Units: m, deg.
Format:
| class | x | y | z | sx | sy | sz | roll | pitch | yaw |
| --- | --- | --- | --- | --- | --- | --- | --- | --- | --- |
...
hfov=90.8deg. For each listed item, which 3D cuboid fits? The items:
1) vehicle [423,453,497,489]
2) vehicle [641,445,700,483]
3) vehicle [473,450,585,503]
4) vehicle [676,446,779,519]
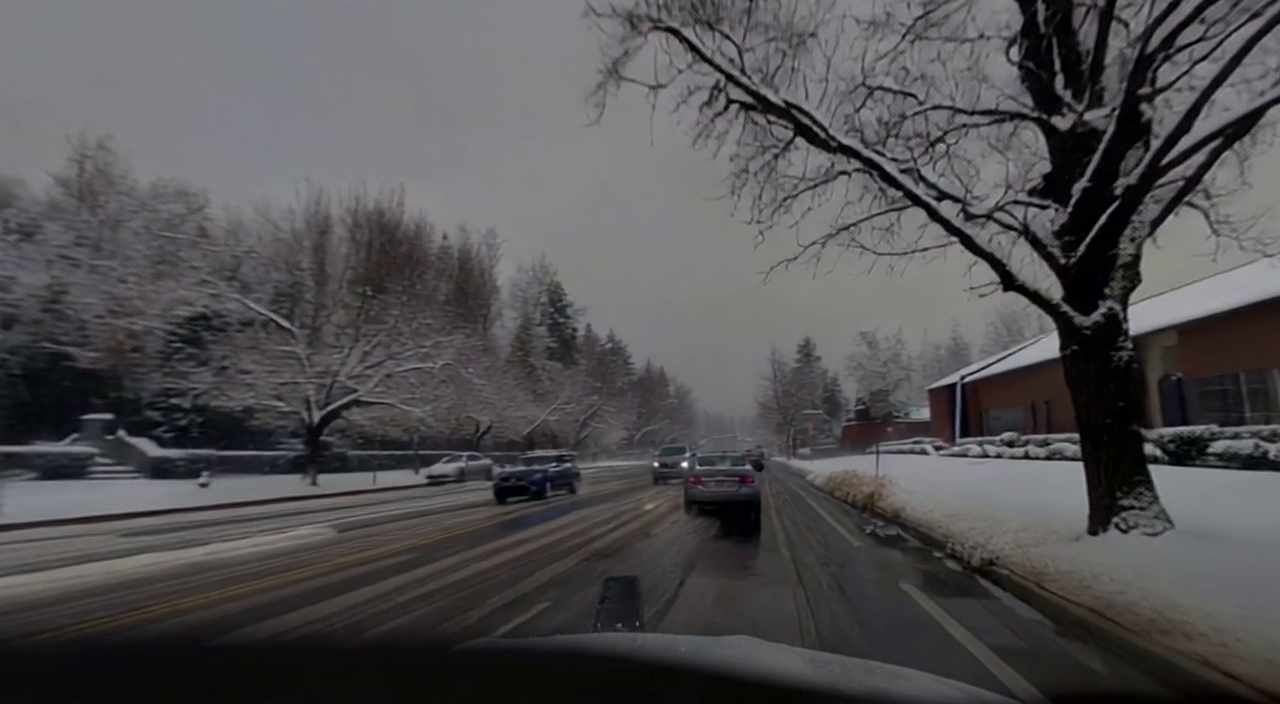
| class | x | y | z | sx | sy | sz | roll | pitch | yaw |
| --- | --- | --- | --- | --- | --- | --- | --- | --- | --- |
| vehicle | -9.222 | 6.113 | 32.702 | 1.982 | 1.445 | 4.458 | -7 | -9 | 7 |
| vehicle | 1.596 | 5.475 | 31.323 | 2.294 | 1.695 | 4.792 | -2 | -9 | 10 |
| vehicle | -3.459 | 4.003 | 20.798 | 2.170 | 1.465 | 4.648 | -2 | -9 | 10 |
| vehicle | 2.169 | 3.057 | 15.429 | 2.116 | 1.479 | 4.358 | -2 | -9 | 9 |
